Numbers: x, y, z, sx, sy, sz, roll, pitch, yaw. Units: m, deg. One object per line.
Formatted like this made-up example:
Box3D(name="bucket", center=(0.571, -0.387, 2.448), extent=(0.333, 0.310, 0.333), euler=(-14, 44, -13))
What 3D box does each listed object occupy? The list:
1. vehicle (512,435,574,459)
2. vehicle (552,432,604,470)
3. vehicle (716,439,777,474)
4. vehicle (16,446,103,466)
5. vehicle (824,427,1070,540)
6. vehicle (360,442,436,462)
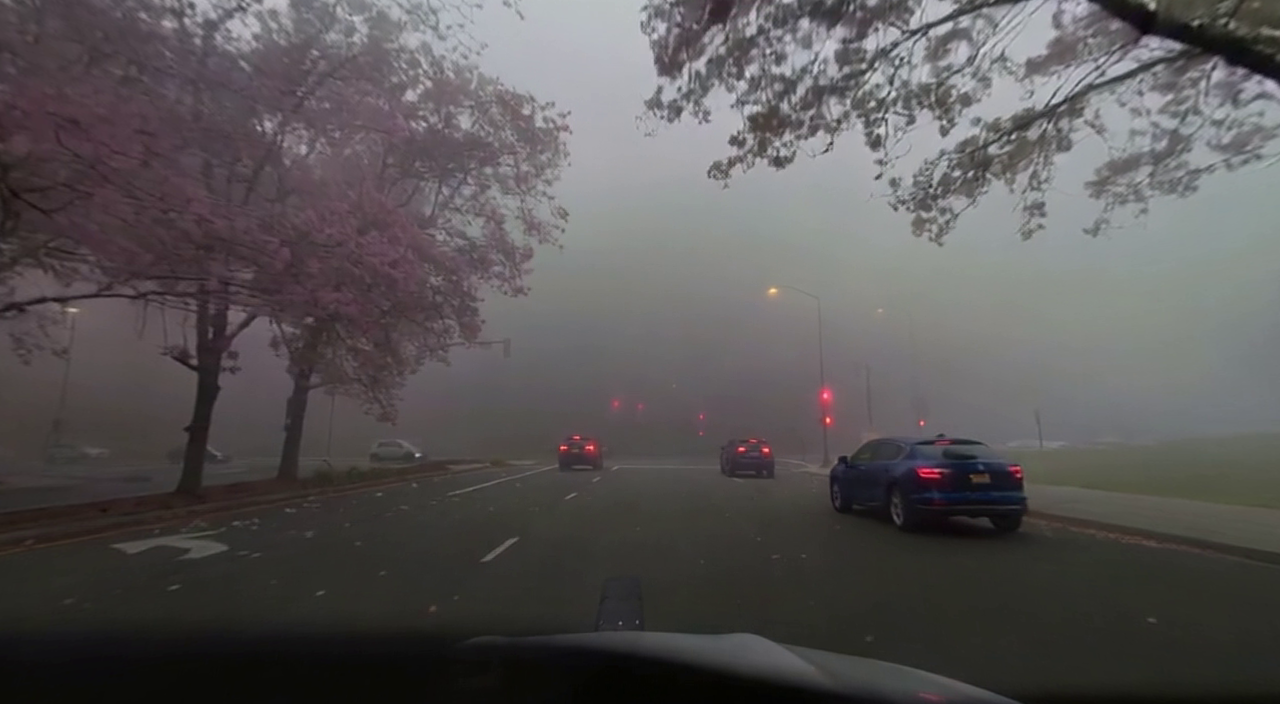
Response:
Box3D(name="vehicle", center=(-7.602, 7.480, 49.900), extent=(4.567, 1.810, 1.880), euler=(0, -9, 1))
Box3D(name="vehicle", center=(-2.953, 4.862, 31.071), extent=(1.995, 1.703, 4.367), euler=(0, -9, 2))
Box3D(name="vehicle", center=(4.761, 4.745, 28.801), extent=(2.007, 1.466, 4.291), euler=(0, -9, 0))
Box3D(name="vehicle", center=(-42.908, 7.694, 46.774), extent=(4.526, 1.452, 1.920), euler=(0, -8, 0))
Box3D(name="vehicle", center=(4.817, 2.118, 10.796), extent=(2.019, 1.518, 4.285), euler=(0, -9, 0))
Box3D(name="vehicle", center=(-17.809, 7.381, 46.645), extent=(4.829, 1.470, 1.874), euler=(0, -9, 0))
